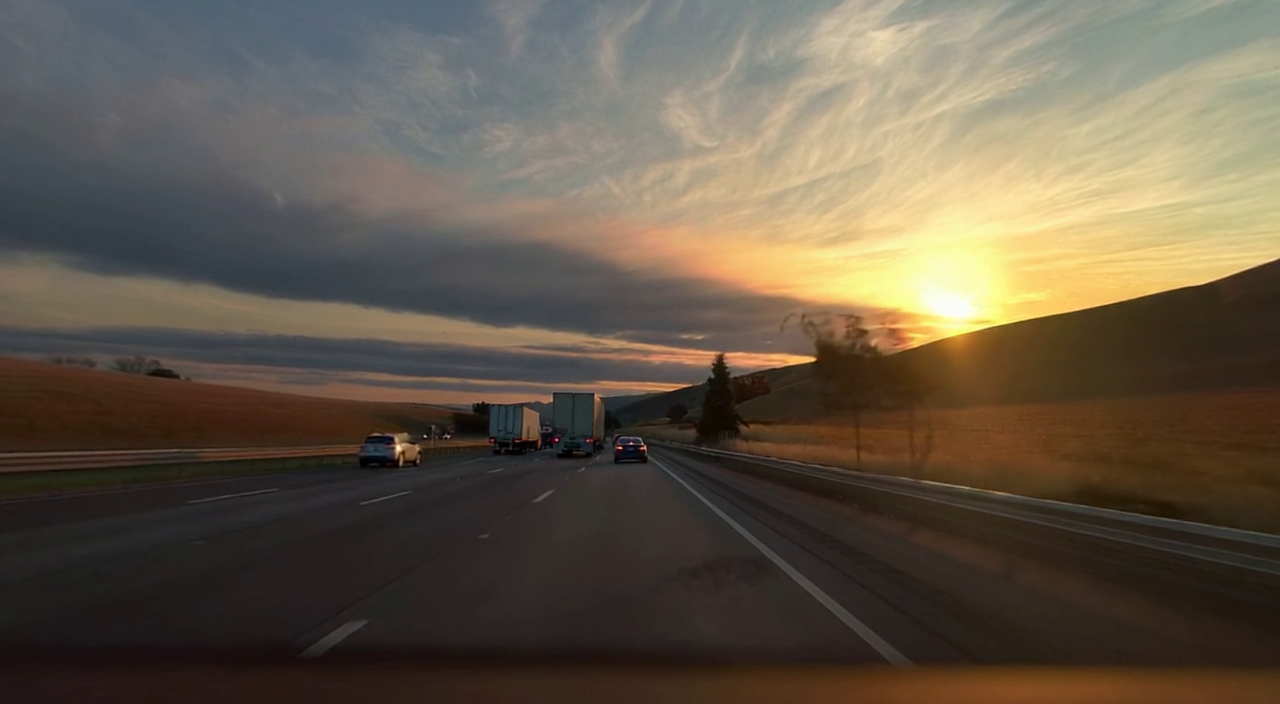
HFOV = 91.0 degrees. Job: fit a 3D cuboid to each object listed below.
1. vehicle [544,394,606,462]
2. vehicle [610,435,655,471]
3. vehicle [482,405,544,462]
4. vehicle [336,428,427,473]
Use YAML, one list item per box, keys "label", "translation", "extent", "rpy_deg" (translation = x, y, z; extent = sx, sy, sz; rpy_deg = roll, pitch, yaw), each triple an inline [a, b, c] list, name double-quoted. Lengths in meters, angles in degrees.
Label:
- label: "vehicle"
  translation: [-4.324, 5.745, 46.415]
  extent: [3.475, 4.037, 17.454]
  rpy_deg: [0, -8, -2]
- label: "vehicle"
  translation: [-0.364, 4.464, 28.001]
  extent: [1.891, 1.477, 3.599]
  rpy_deg: [0, -8, -2]
- label: "vehicle"
  translation: [-8.221, 5.421, 41.608]
  extent: [2.728, 3.405, 7.096]
  rpy_deg: [0, -8, -2]
- label: "vehicle"
  translation: [-11.580, 4.431, 28.611]
  extent: [2.153, 1.841, 4.790]
  rpy_deg: [0, -8, -1]
